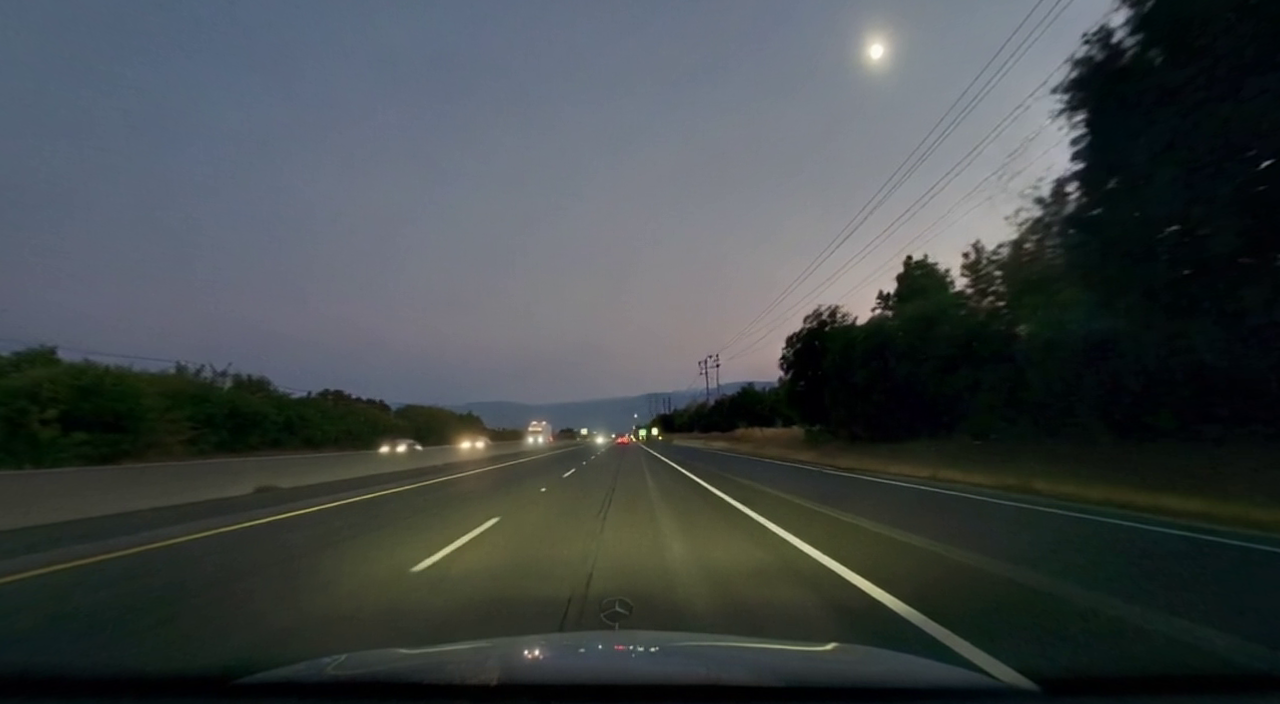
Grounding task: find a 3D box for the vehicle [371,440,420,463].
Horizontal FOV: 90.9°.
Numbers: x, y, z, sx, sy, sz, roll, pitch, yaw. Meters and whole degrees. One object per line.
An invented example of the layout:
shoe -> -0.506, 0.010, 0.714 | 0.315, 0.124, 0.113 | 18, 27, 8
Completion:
vehicle -> -17.517, 7.133, 45.318 | 1.700, 1.517, 4.679 | 0, -8, -1
